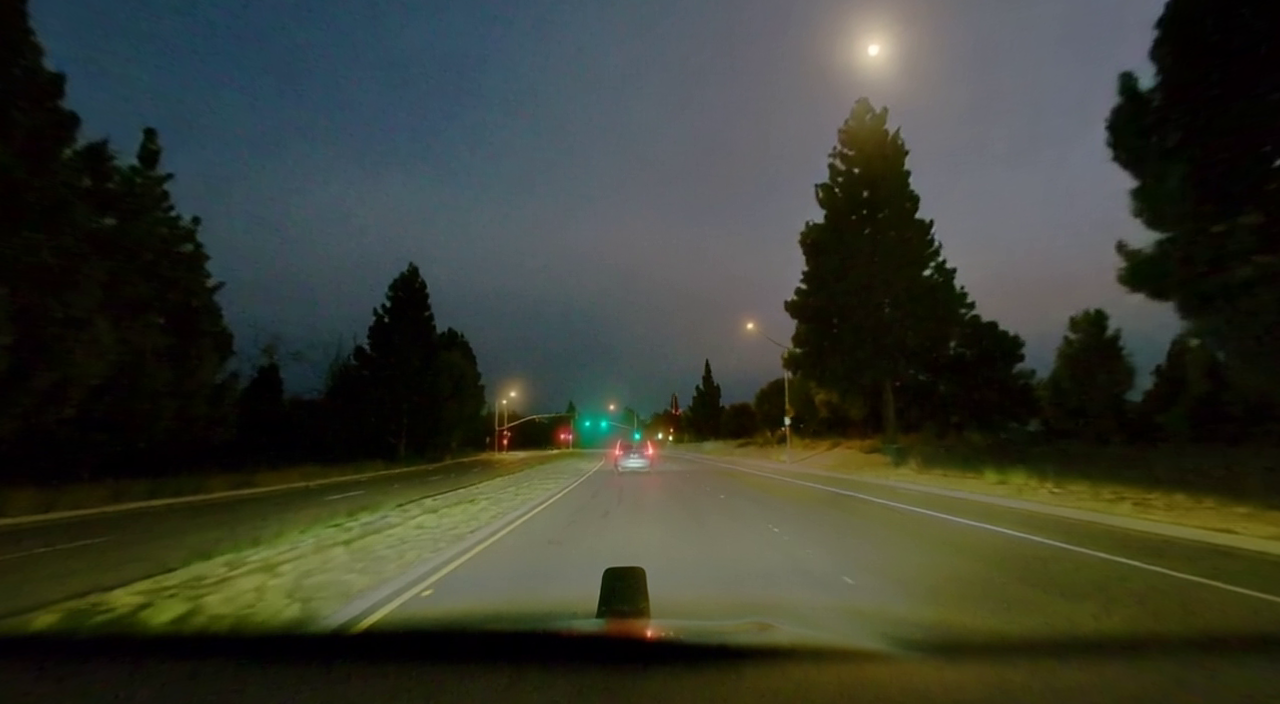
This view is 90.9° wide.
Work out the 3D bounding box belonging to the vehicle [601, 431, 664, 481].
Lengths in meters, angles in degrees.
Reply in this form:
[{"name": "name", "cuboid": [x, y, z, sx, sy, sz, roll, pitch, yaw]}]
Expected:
[{"name": "vehicle", "cuboid": [-0.267, 3.932, 24.043, 2.192, 1.734, 4.176, 0, -8, 0]}]
